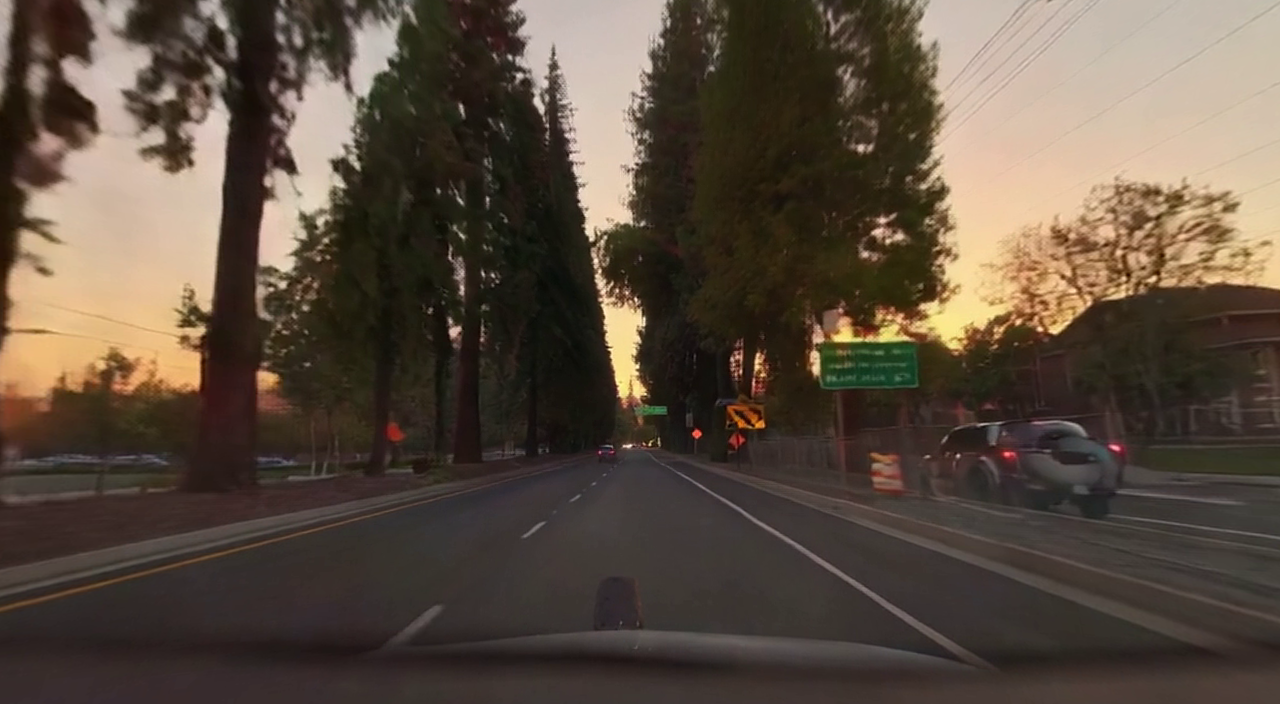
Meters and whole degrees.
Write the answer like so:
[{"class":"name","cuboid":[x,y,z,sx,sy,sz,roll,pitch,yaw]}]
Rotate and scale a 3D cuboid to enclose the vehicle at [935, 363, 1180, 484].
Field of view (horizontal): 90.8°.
[{"class":"vehicle","cuboid":[14.749,2.816,23.746,2.889,3.610,9.347,-1,-8,1]}]
